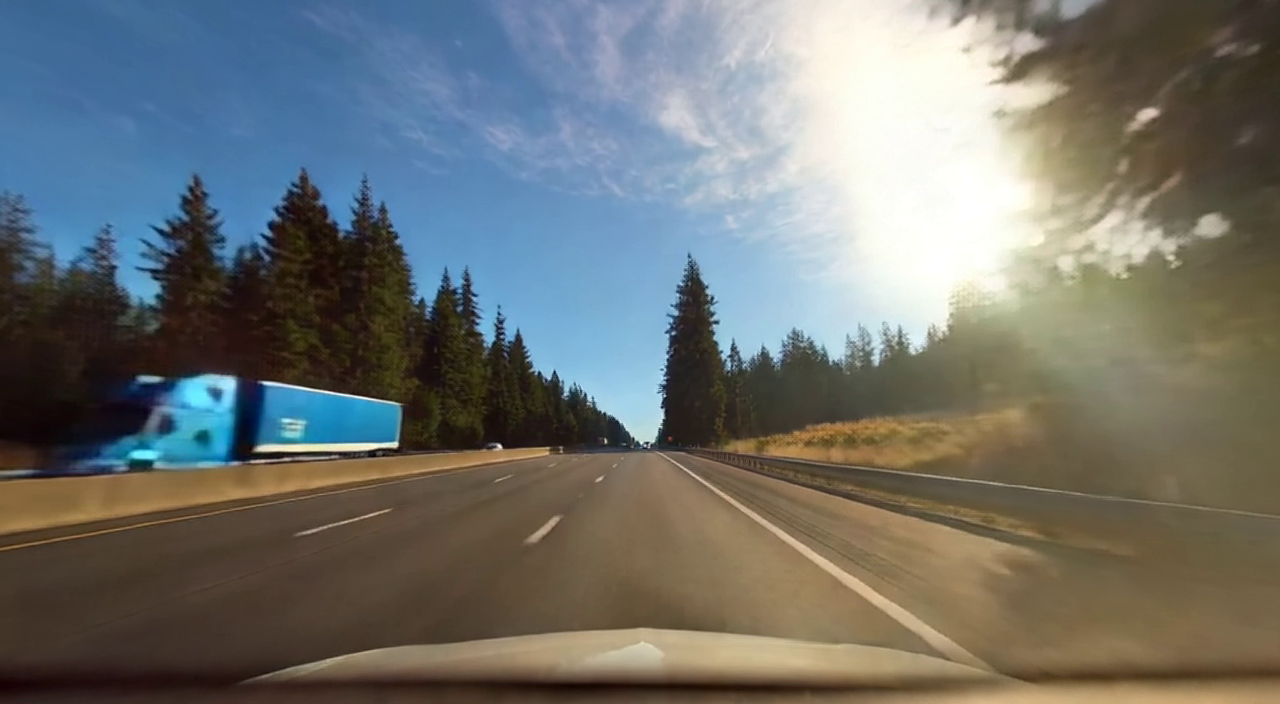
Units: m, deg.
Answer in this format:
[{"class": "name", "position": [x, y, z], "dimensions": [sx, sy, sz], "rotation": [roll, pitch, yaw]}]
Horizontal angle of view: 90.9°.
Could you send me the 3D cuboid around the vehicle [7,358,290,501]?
[{"class": "vehicle", "position": [-17.165, 2.918, 23.301], "dimensions": [3.317, 4.278, 8.478], "rotation": [0, -8, 1]}]
